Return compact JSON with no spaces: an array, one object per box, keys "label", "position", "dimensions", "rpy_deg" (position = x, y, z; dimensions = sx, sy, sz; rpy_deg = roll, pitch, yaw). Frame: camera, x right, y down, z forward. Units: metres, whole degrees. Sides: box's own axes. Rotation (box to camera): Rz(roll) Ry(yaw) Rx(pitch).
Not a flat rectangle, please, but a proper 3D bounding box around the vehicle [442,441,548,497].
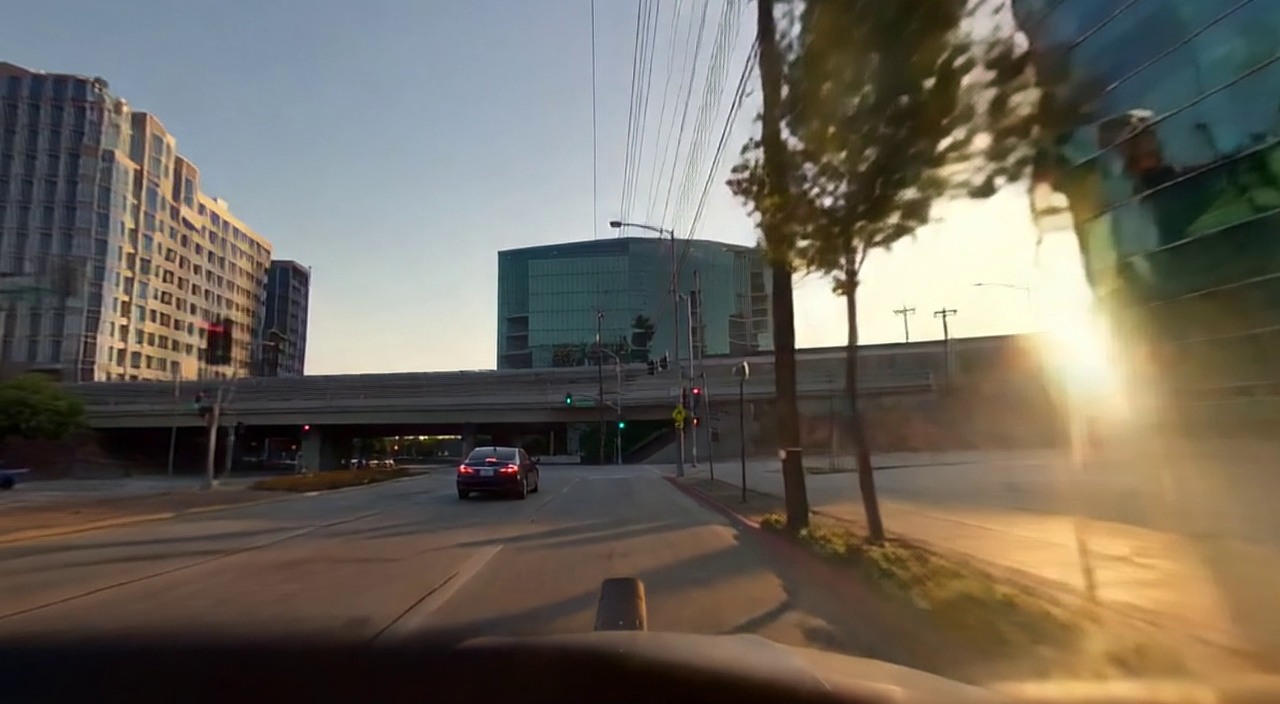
[{"label":"vehicle","position":[-4.129,3.429,18.867],"dimensions":[2.154,1.465,4.532],"rpy_deg":[0,-9,-1]}]
